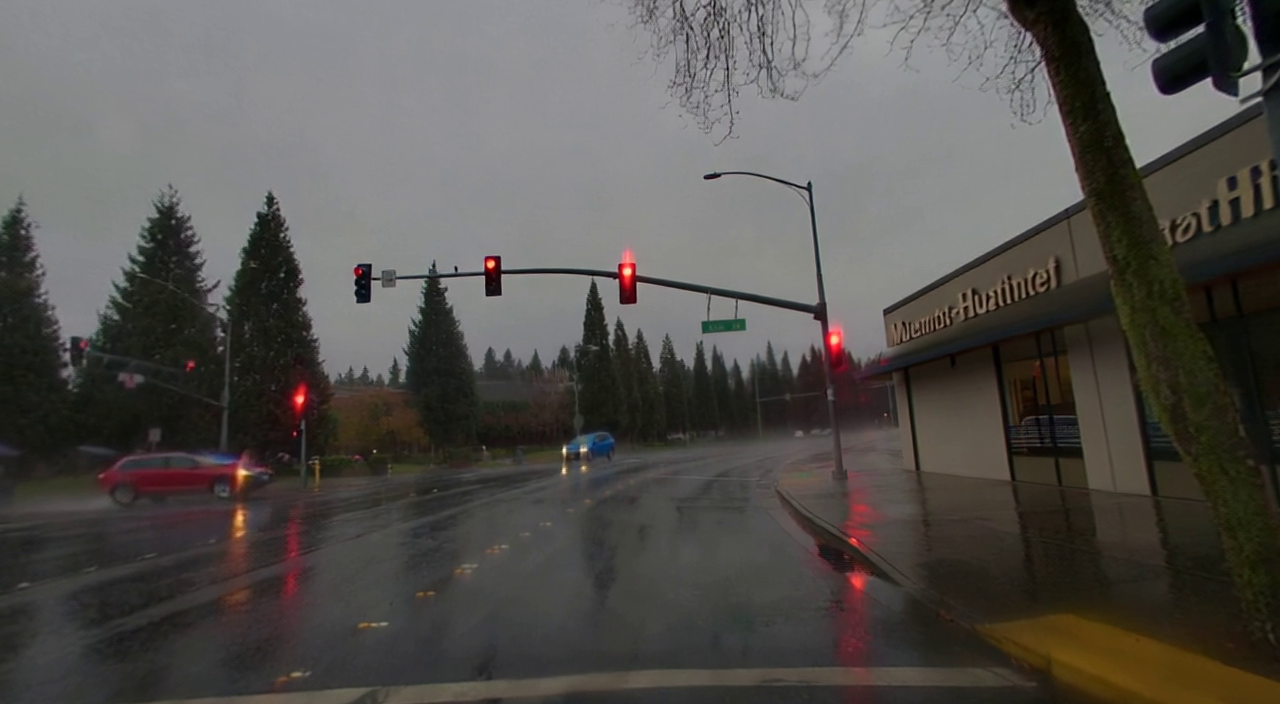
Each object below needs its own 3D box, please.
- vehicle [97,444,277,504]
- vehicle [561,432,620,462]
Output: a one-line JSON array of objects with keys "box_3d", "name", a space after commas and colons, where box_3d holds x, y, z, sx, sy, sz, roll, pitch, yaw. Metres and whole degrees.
[{"box_3d": [-15.283, 4.114, 21.499, 4.715, 1.745, 2.026, -3, -9, 6], "name": "vehicle"}, {"box_3d": [-3.153, 6.273, 41.668, 2.244, 1.792, 4.648, -3, -9, 18], "name": "vehicle"}]
